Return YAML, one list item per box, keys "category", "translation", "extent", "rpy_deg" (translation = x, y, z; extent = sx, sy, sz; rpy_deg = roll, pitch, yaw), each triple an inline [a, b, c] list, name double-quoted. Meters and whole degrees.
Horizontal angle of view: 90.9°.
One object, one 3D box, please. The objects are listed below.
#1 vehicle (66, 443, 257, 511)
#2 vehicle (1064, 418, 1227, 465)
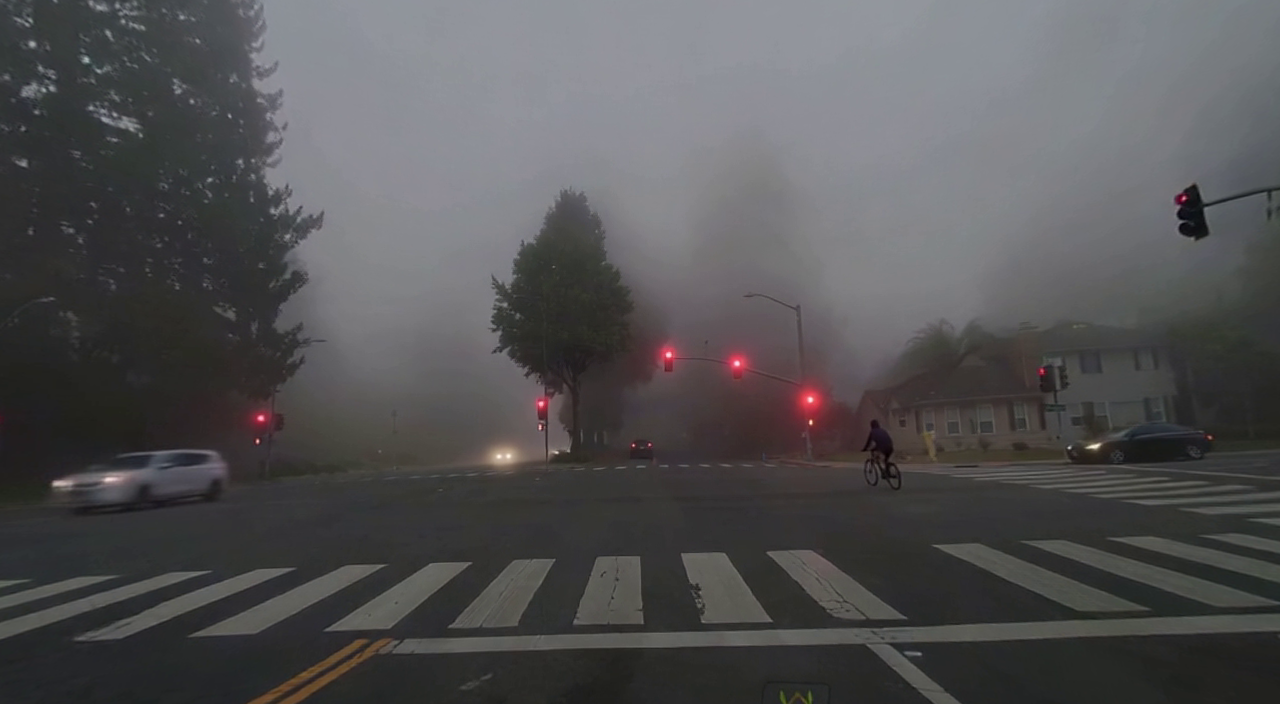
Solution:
- category: "vehicle"
  translation: [-14.139, 3.671, 19.075]
  extent: [2.148, 1.753, 4.558]
  rpy_deg: [0, -9, 0]
- category: "vehicle"
  translation: [17.326, 3.096, 21.752]
  extent: [3.969, 1.493, 1.823]
  rpy_deg: [0, -9, 1]
